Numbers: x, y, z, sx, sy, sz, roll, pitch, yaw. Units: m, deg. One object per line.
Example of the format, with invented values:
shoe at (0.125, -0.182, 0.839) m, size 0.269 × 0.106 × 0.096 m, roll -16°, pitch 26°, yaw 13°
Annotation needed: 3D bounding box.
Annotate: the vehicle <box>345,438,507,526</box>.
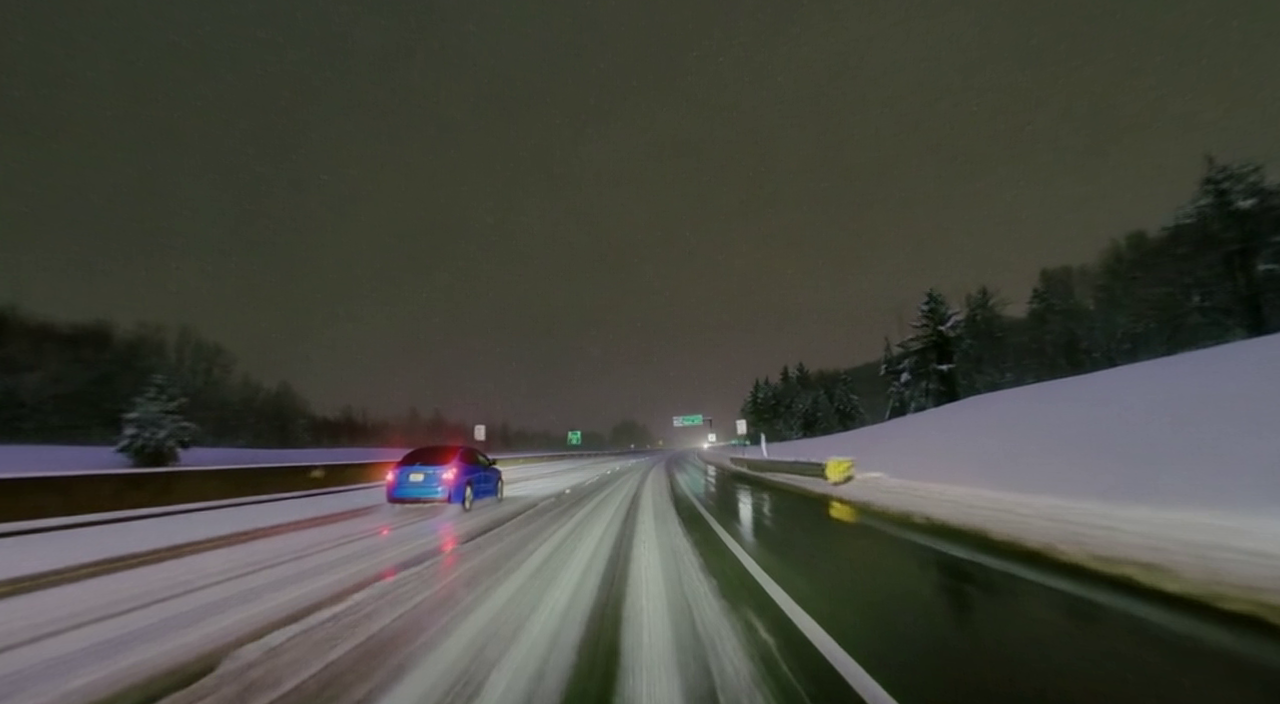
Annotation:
vehicle at (-4.145, 2.560, 12.959) m, size 1.928 × 1.504 × 3.745 m, roll 0°, pitch -9°, yaw 1°
